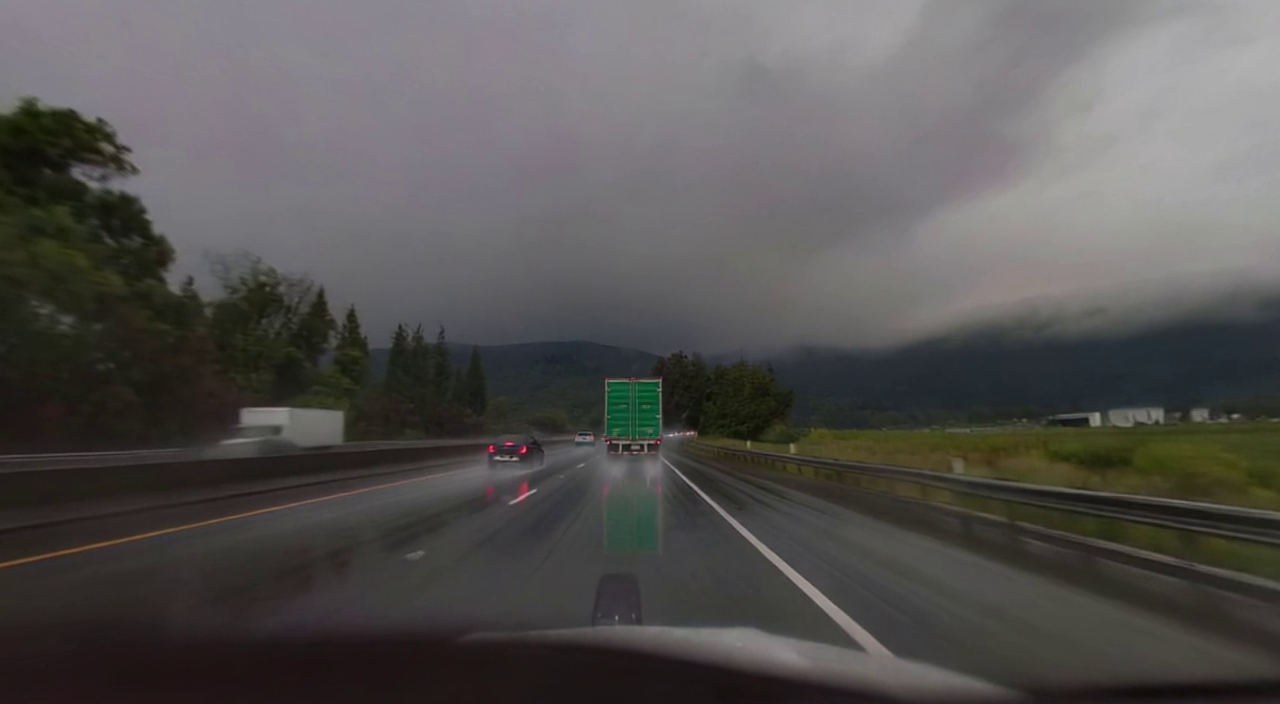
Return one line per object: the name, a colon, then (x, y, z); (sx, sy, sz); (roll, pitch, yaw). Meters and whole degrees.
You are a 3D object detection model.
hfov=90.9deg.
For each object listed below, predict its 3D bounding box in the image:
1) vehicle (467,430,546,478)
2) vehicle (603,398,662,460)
vehicle: (-4.508, 3.488, 21.898); (1.909, 1.520, 3.897); (0, -8, -1)
vehicle: (-0.303, 3.153, 25.737); (2.319, 2.461, 1.270); (0, -8, 0)
